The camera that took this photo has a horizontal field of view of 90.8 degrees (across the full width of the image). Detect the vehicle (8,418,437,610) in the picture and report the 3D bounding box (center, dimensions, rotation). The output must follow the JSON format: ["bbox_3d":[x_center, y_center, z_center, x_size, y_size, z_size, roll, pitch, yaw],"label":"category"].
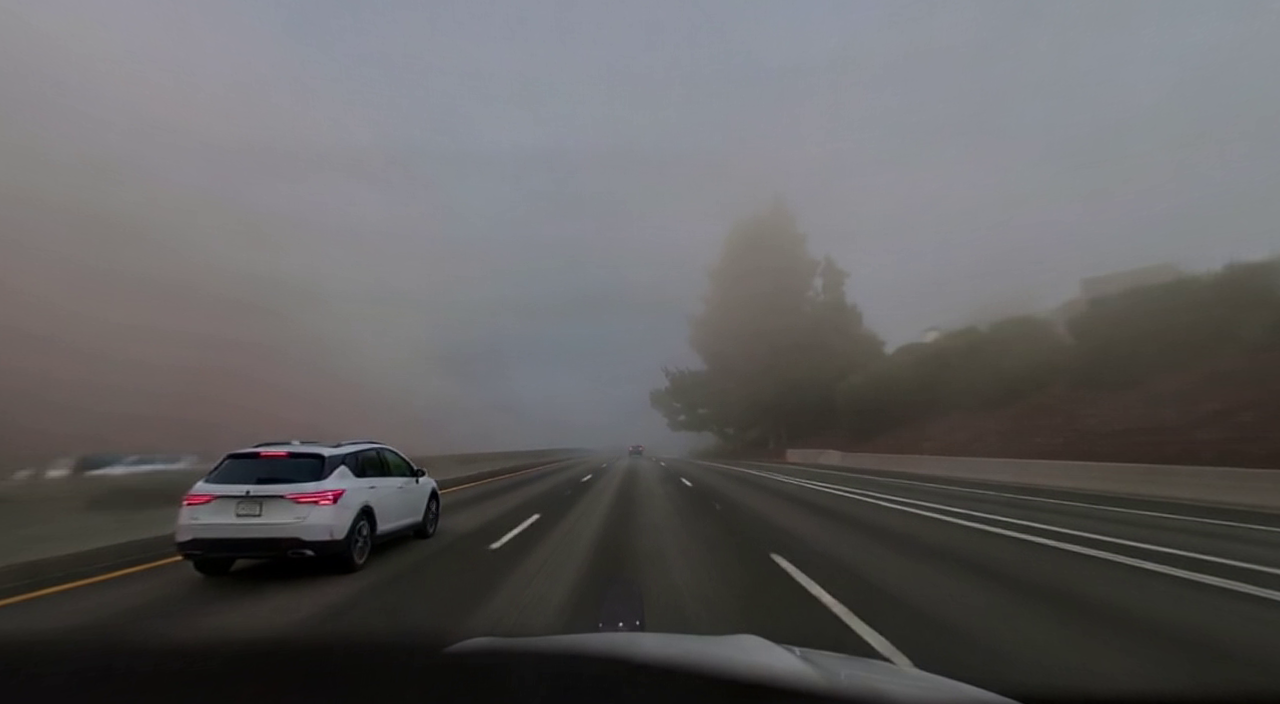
[{"bbox_3d":[-4.109,1.642,7.357,2.050,1.547,4.266,0,-8,0],"label":"vehicle"}]
